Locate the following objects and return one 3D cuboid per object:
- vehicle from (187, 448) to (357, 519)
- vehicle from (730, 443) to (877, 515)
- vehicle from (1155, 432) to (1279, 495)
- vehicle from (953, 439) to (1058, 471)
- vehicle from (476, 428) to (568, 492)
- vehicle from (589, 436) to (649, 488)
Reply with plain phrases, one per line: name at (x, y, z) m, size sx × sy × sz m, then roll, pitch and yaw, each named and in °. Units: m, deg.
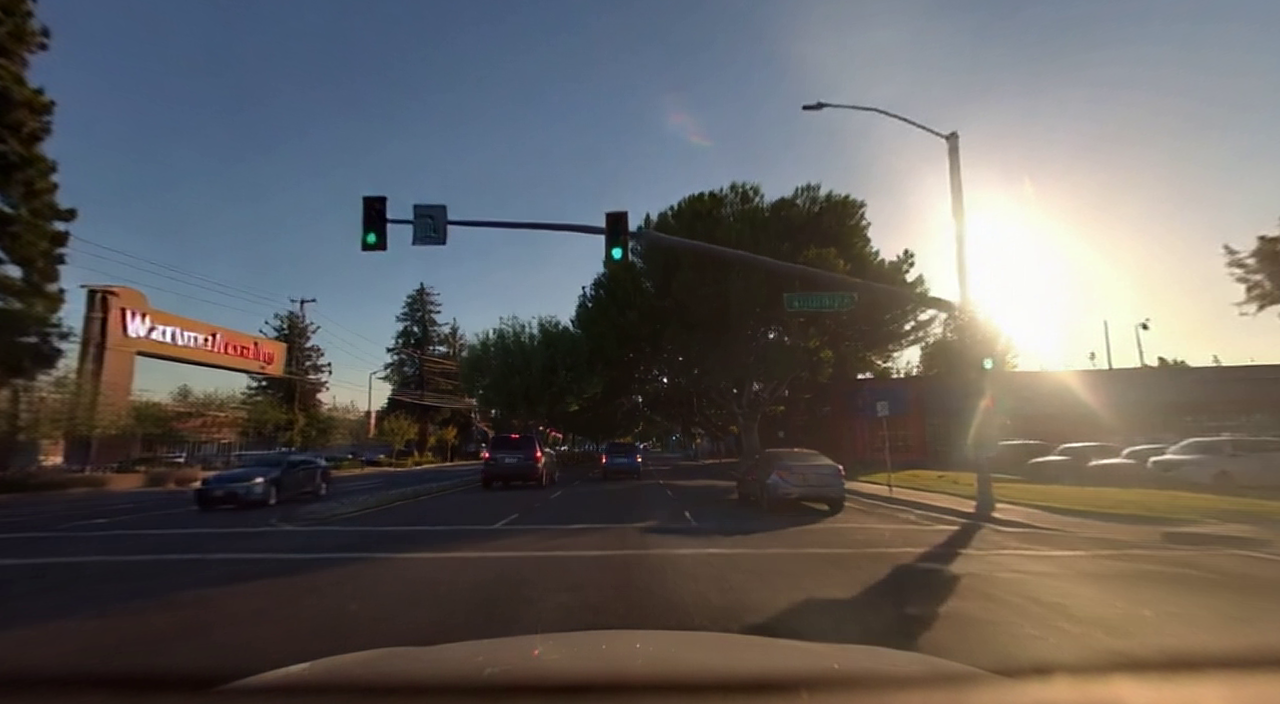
vehicle at (-9.199, 3.278, 16.320) m, size 1.867 × 1.427 × 4.371 m, roll -3°, pitch -8°, yaw -1°
vehicle at (3.674, 2.947, 15.208) m, size 2.207 × 1.447 × 4.418 m, roll 0°, pitch -9°, yaw -2°
vehicle at (18.970, 3.284, 18.896) m, size 5.209 × 1.743 × 2.081 m, roll 0°, pitch -9°, yaw 0°
vehicle at (18.564, 5.250, 32.237) m, size 4.107 × 1.540 × 1.994 m, roll 0°, pitch -9°, yaw -1°
vehicle at (-4.050, 3.850, 22.880) m, size 2.252 × 1.999 × 5.605 m, roll 0°, pitch -9°, yaw 0°
vehicle at (-0.752, 4.160, 24.153) m, size 2.061 × 1.809 × 4.141 m, roll 0°, pitch -9°, yaw 0°
